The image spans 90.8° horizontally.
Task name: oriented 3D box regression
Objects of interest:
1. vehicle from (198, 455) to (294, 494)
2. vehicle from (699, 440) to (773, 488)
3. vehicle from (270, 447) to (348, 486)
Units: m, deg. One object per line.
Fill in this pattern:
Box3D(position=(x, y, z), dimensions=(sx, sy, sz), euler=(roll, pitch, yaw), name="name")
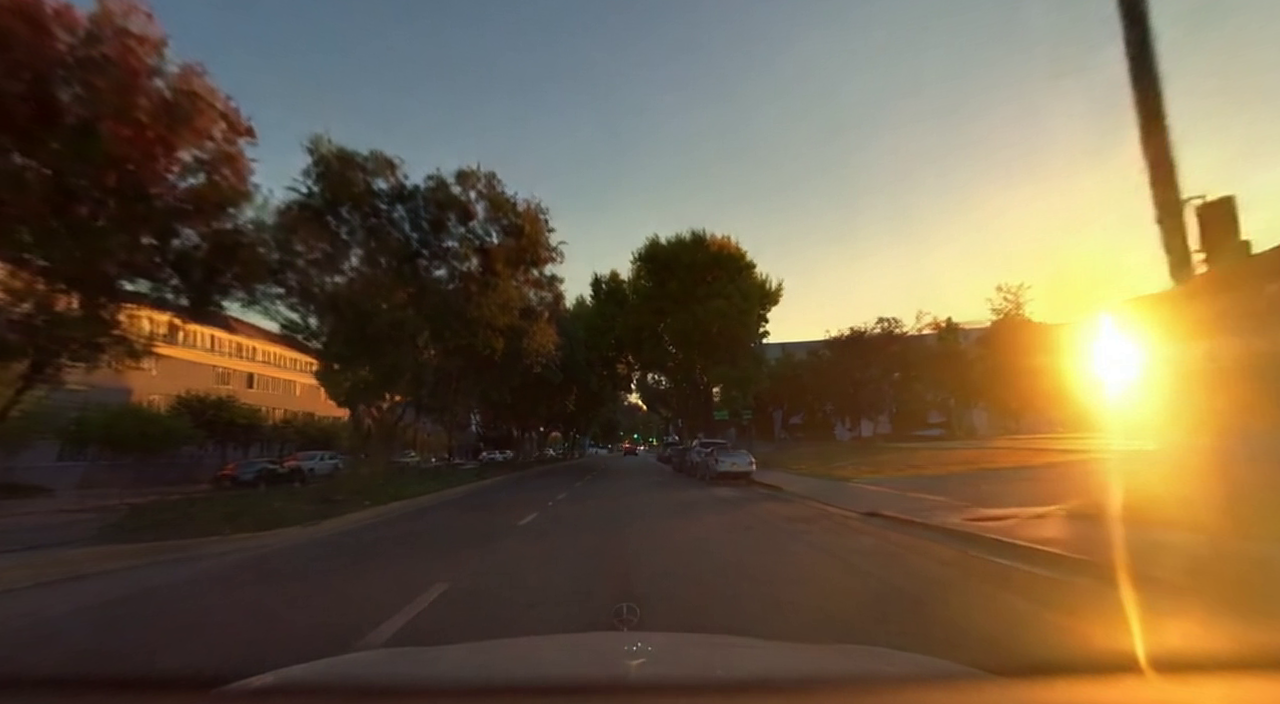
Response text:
Box3D(position=(-18.389, 5.718, 29.787), dimensions=(1.791, 1.461, 4.496), euler=(-4, -8, -2), name="vehicle")
Box3D(position=(3.252, 3.886, 22.248), dimensions=(1.924, 1.492, 4.587), euler=(0, -8, 0), name="vehicle")
Box3D(position=(-18.269, 6.285, 35.173), dimensions=(2.007, 1.806, 4.707), euler=(-4, -8, -2), name="vehicle")
